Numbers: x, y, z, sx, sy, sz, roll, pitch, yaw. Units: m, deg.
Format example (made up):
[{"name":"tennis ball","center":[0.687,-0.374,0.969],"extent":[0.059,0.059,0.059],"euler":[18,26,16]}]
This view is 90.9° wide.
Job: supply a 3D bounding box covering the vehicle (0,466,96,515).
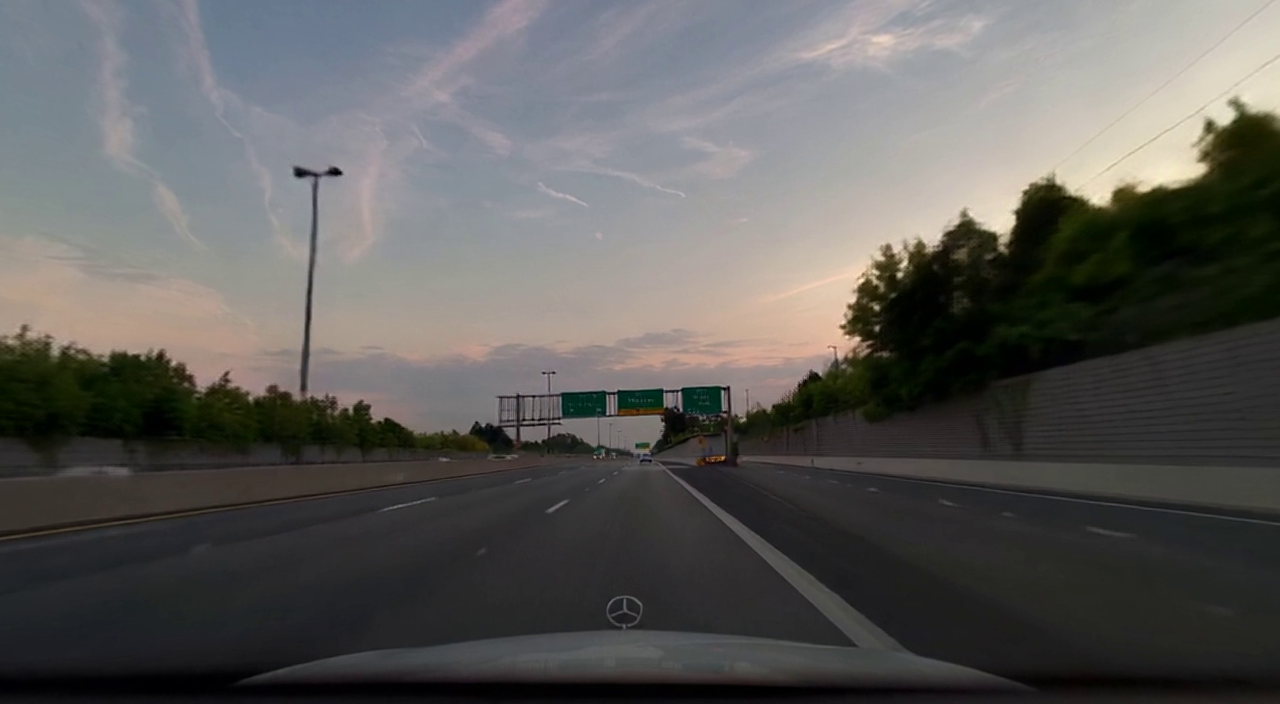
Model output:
[{"name":"vehicle","center":[-21.793,4.816,22.099],"extent":[1.835,1.484,3.976],"euler":[0,-9,-1]}]
